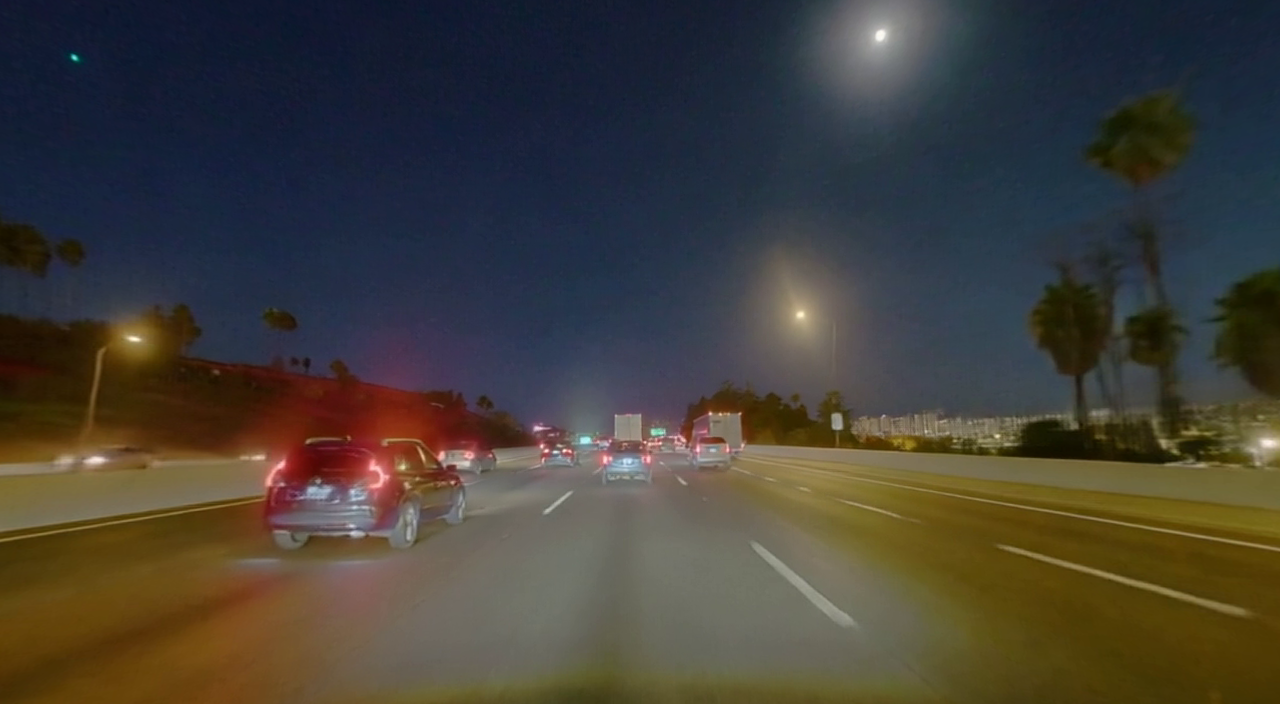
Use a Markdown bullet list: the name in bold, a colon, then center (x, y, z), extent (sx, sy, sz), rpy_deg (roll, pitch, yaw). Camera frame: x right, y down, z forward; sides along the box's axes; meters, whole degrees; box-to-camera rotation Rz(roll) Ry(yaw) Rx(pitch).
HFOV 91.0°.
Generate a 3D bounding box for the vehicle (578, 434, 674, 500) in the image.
- **vehicle**: center (-0.304, 2.871, 16.128), extent (2.136, 1.470, 3.971), rpy_deg (0, -8, 0)

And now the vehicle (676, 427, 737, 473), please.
- **vehicle**: center (2.891, 4.394, 28.339), extent (2.173, 1.870, 4.499), rpy_deg (0, -8, -1)

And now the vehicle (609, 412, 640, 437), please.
- **vehicle**: center (-1.145, 5.513, 47.466), extent (2.206, 1.803, 4.569), rpy_deg (0, -8, -1)

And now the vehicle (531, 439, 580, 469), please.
- **vehicle**: center (-4.254, 5.228, 32.406), extent (1.998, 1.423, 4.436), rpy_deg (0, -8, -1)

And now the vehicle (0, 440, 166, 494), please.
- **vehicle**: center (-20.645, 4.163, 23.352), extent (2.213, 1.741, 5.092), rpy_deg (0, -8, -2)

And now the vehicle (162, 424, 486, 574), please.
- **vehicle**: center (-3.710, 1.792, 8.567), extent (2.064, 1.475, 4.489), rpy_deg (0, -8, 0)
